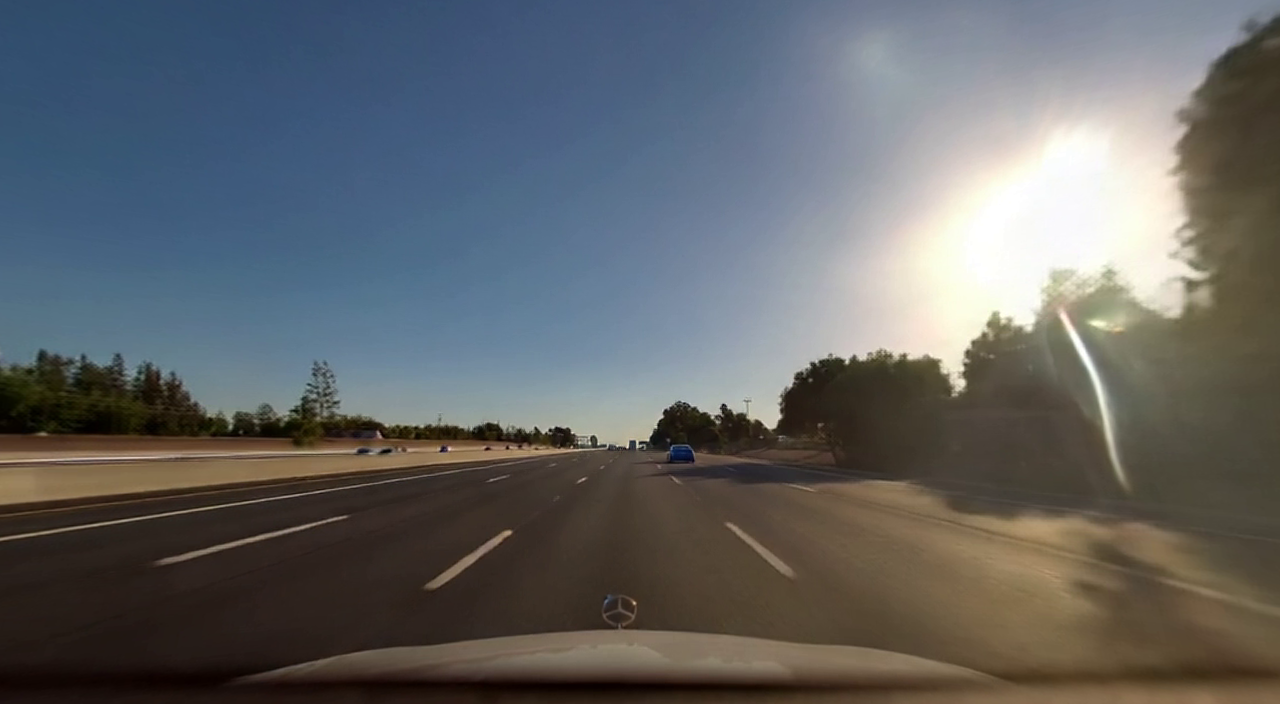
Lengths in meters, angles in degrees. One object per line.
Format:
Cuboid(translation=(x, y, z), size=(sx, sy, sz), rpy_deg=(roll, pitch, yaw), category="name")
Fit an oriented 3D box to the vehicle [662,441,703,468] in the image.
Cuboid(translation=(2.710, 6.630, 41.064), size=(2.270, 1.615, 3.770), rpy_deg=(0, -8, -1), category="vehicle")
